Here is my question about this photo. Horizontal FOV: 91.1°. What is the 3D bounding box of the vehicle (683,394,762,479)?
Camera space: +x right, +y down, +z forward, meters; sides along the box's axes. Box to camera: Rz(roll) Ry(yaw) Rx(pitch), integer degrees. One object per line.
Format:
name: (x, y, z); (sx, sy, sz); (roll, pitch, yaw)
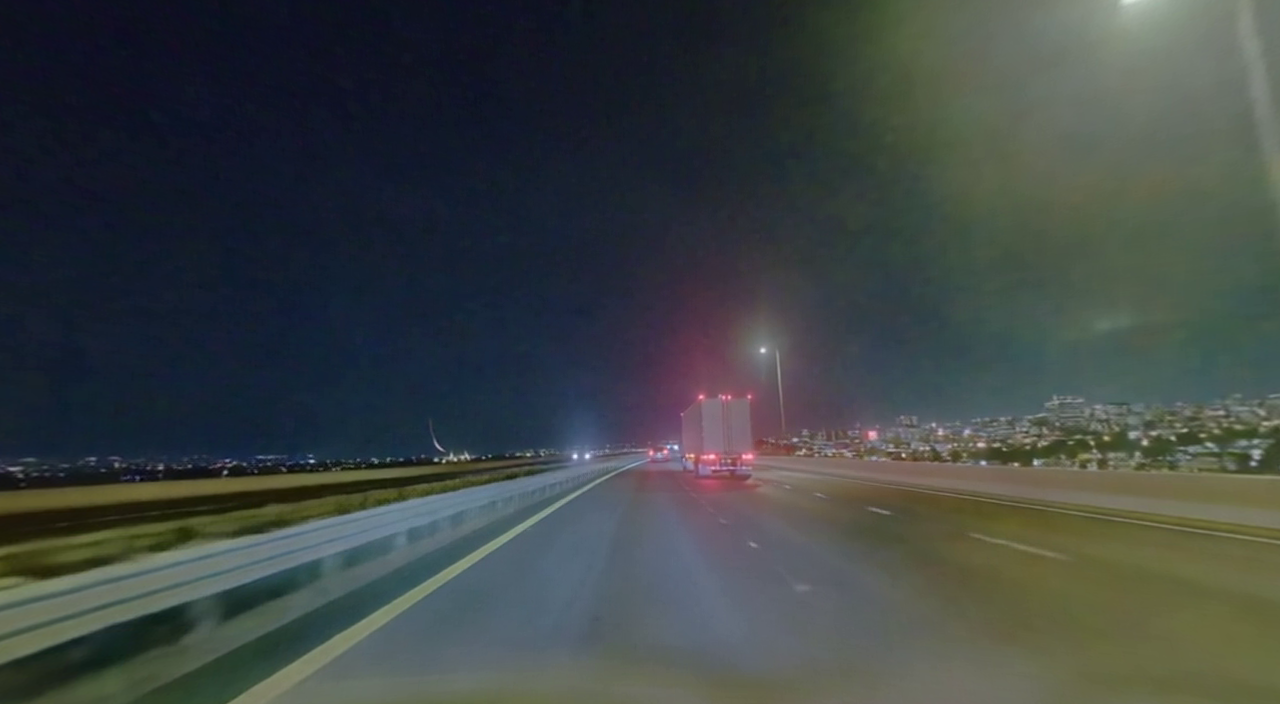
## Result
vehicle: (4.358, 4.977, 36.368); (2.965, 4.028, 12.529); (-1, -9, 1)
